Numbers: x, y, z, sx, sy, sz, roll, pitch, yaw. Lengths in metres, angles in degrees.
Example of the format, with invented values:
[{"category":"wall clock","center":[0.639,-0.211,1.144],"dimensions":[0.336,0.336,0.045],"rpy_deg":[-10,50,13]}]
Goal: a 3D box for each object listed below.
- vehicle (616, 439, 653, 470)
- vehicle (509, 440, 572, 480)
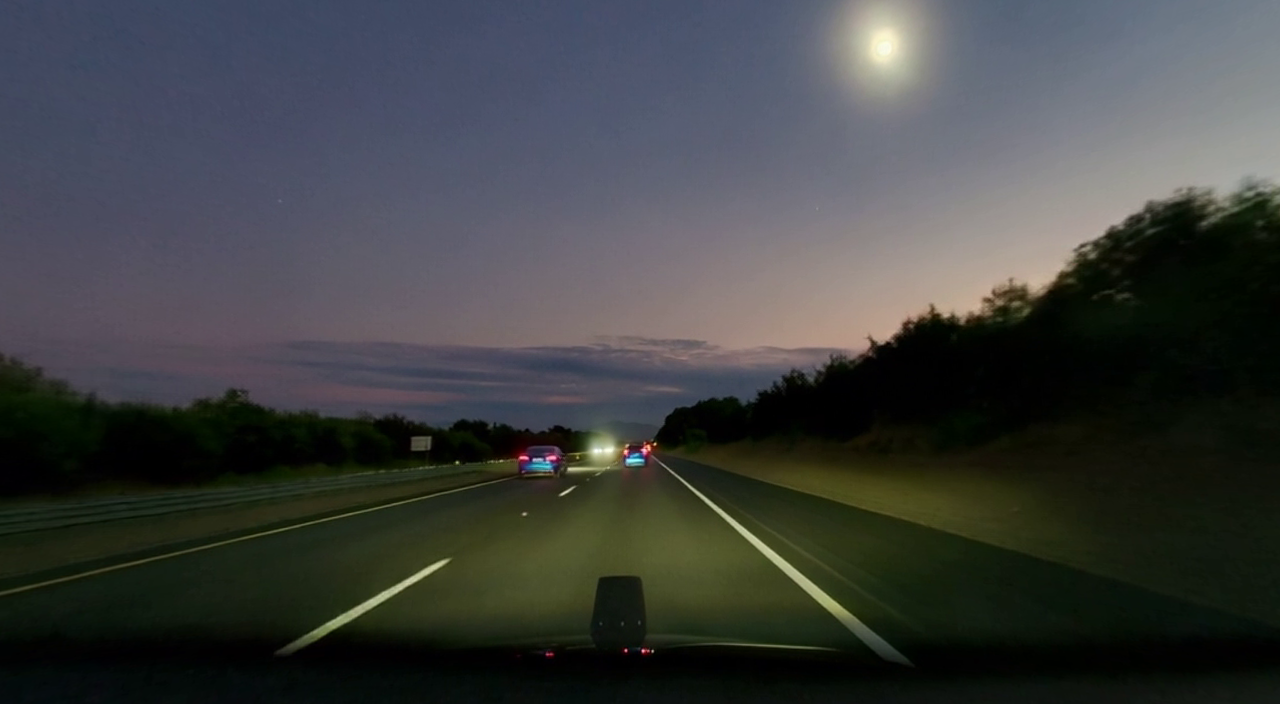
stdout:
[{"category":"vehicle","center":[-0.332,6.289,38.767],"dimensions":[2.126,1.786,3.958],"rpy_deg":[0,-9,0]},{"category":"vehicle","center":[-4.394,4.860,28.476],"dimensions":[2.113,1.656,4.215],"rpy_deg":[0,-9,1]}]
